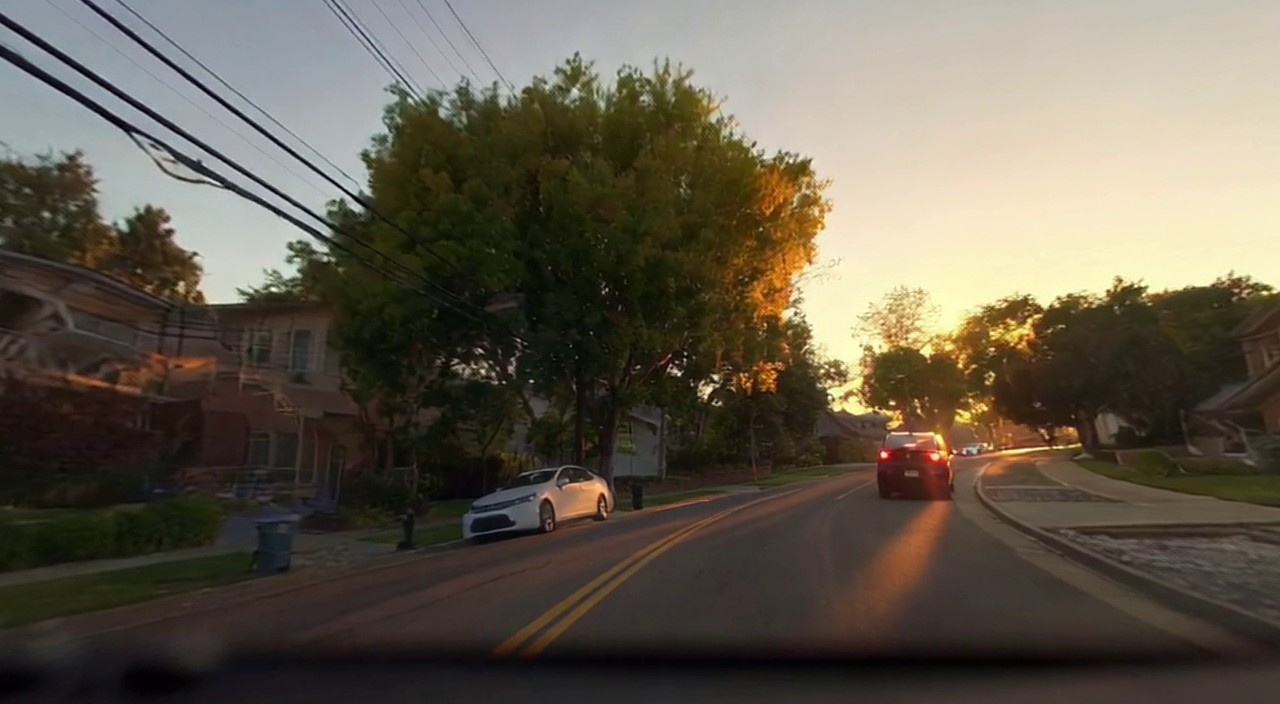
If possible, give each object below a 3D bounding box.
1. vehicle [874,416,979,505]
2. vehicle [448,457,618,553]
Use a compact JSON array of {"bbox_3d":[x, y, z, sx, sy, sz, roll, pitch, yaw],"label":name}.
[{"bbox_3d":[7.730,2.816,16.770,2.086,1.974,4.890,-5,-10,28],"label":"vehicle"},{"bbox_3d":[-2.464,3.672,15.970,2.039,1.949,4.511,-4,-9,24],"label":"vehicle"}]
